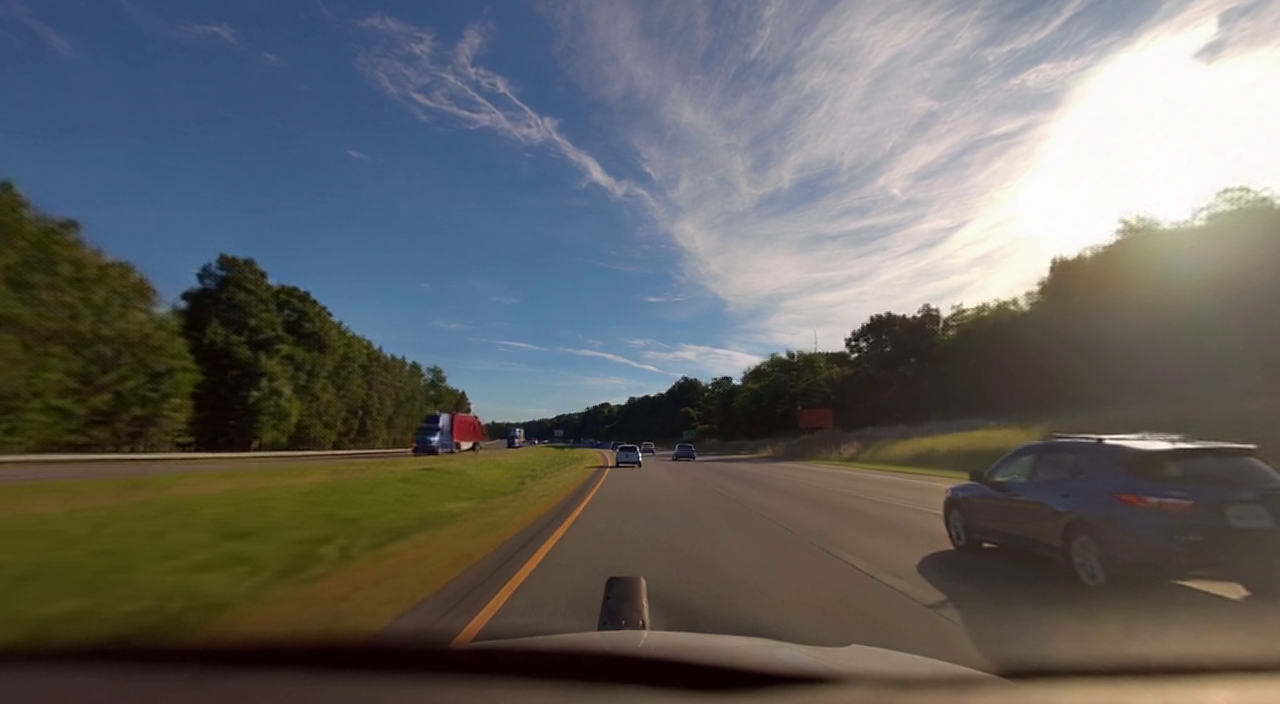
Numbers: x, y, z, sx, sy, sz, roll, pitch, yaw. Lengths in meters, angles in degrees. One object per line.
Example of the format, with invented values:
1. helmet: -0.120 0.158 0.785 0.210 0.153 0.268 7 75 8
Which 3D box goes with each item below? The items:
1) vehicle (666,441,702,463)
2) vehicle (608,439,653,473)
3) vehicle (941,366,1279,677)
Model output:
1. vehicle: 3.091 7.189 45.186 2.008 1.504 4.291 1 -9 -4
2. vehicle: -0.486 5.037 30.554 2.050 1.534 3.771 0 -9 -2
3. vehicle: 4.382 1.157 4.998 2.013 1.623 3.916 0 -9 0
